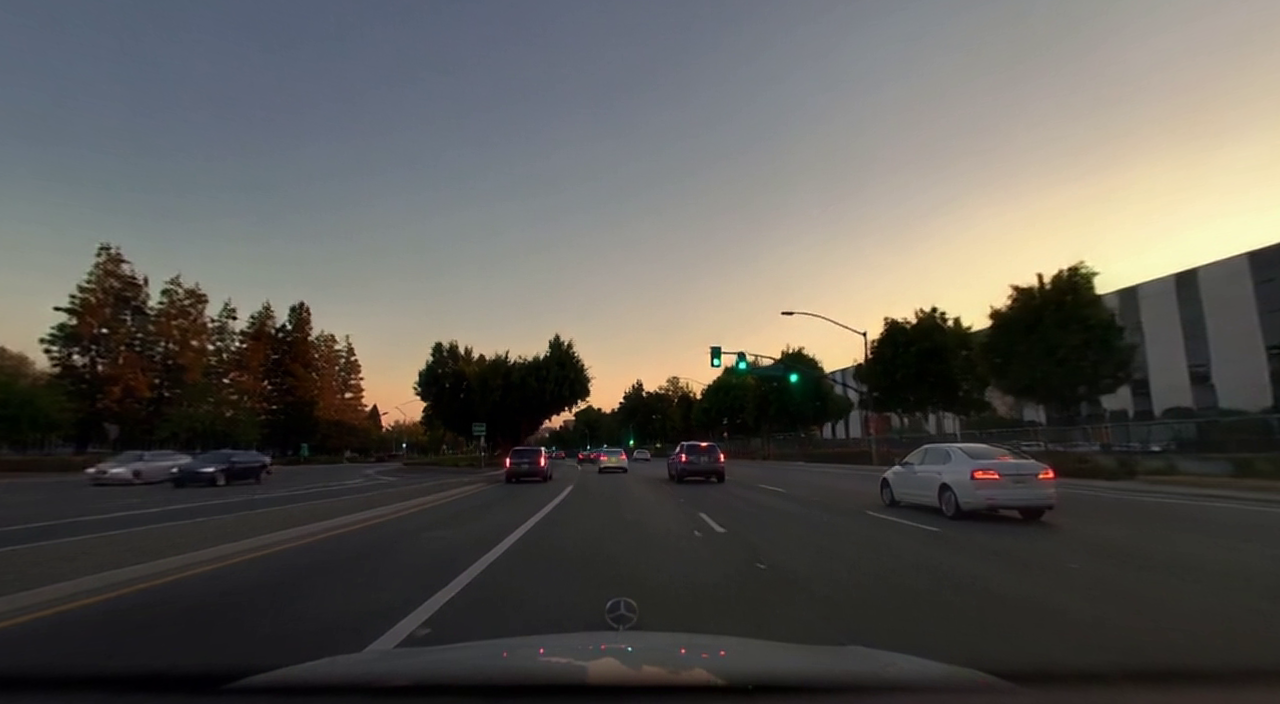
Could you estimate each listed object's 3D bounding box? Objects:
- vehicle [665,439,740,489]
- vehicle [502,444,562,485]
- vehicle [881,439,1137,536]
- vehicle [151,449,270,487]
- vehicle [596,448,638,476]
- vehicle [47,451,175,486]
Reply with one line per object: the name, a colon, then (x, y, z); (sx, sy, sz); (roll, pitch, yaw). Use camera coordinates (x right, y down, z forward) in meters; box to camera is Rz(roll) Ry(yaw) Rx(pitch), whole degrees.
vehicle: (2.271, 4.230, 24.253); (2.161, 1.716, 4.194); (0, -8, -4)
vehicle: (-4.791, 5.027, 28.621); (2.172, 1.671, 4.175); (0, -8, -3)
vehicle: (6.301, 2.330, 11.540); (1.945, 1.408, 4.288); (0, -8, -3)
vehicle: (-18.548, 4.990, 27.638); (1.918, 1.469, 4.780); (0, -8, -1)
vehicle: (-1.380, 6.251, 36.236); (2.155, 1.486, 4.403); (1, -8, -5)
vehicle: (-25.004, 5.512, 30.157); (2.016, 1.475, 4.706); (0, -8, 0)
